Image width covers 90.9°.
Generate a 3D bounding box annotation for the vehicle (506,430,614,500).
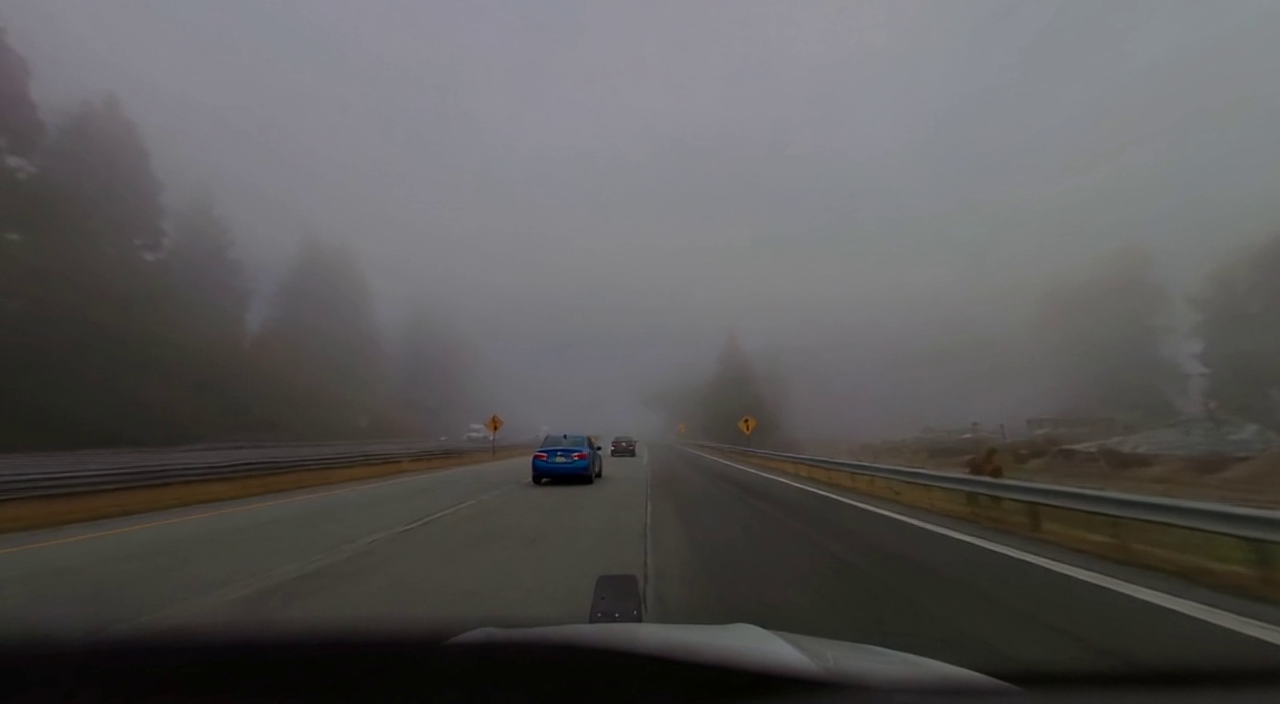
[{"bbox_3d":[-1.778,2.674,15.419,1.977,1.443,4.225,0,-8,2],"label":"vehicle"}]
